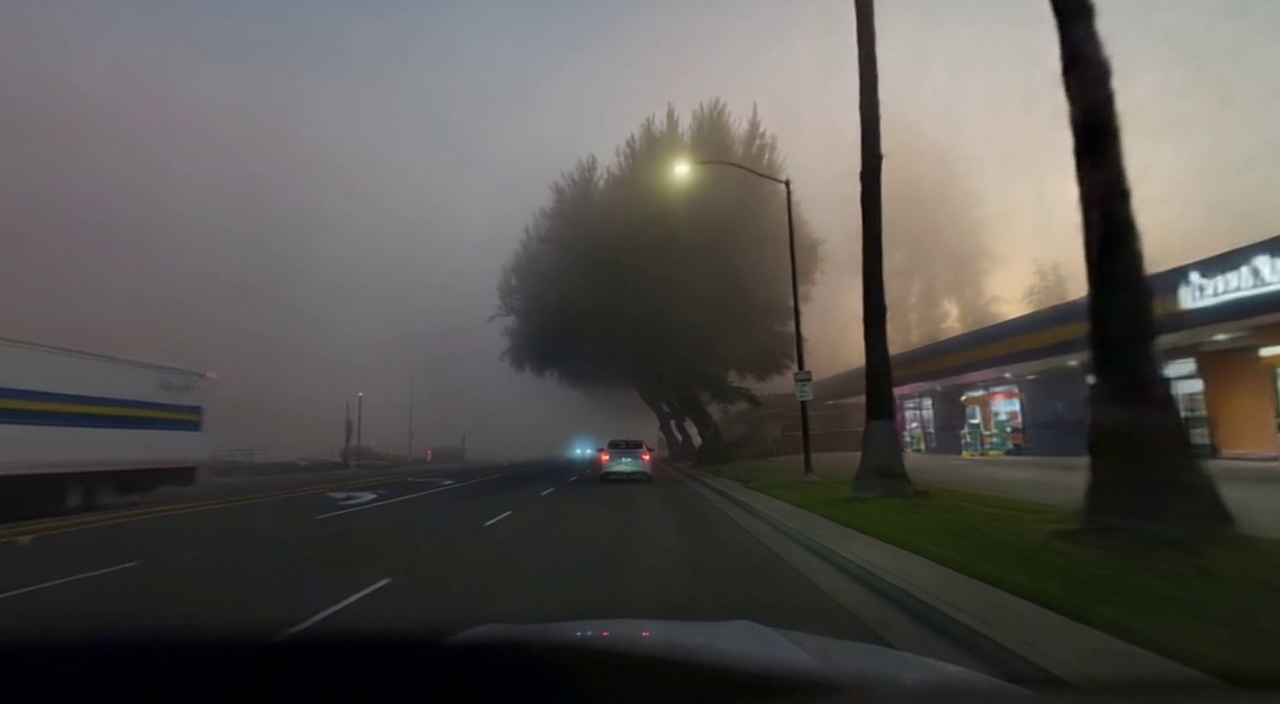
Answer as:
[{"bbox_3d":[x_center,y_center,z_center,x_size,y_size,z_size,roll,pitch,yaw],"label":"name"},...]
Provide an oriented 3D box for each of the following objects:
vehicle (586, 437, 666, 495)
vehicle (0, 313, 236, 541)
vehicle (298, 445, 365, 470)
[{"bbox_3d":[-0.378,3.286,18.535,2.076,1.486,4.119,0,-8,-1],"label":"vehicle"},{"bbox_3d":[-11.537,1.071,9.196,3.022,3.532,12.586,0,-9,0],"label":"vehicle"},{"bbox_3d":[-23.110,7.909,47.313,4.573,1.725,2.054,-5,-8,23],"label":"vehicle"}]
